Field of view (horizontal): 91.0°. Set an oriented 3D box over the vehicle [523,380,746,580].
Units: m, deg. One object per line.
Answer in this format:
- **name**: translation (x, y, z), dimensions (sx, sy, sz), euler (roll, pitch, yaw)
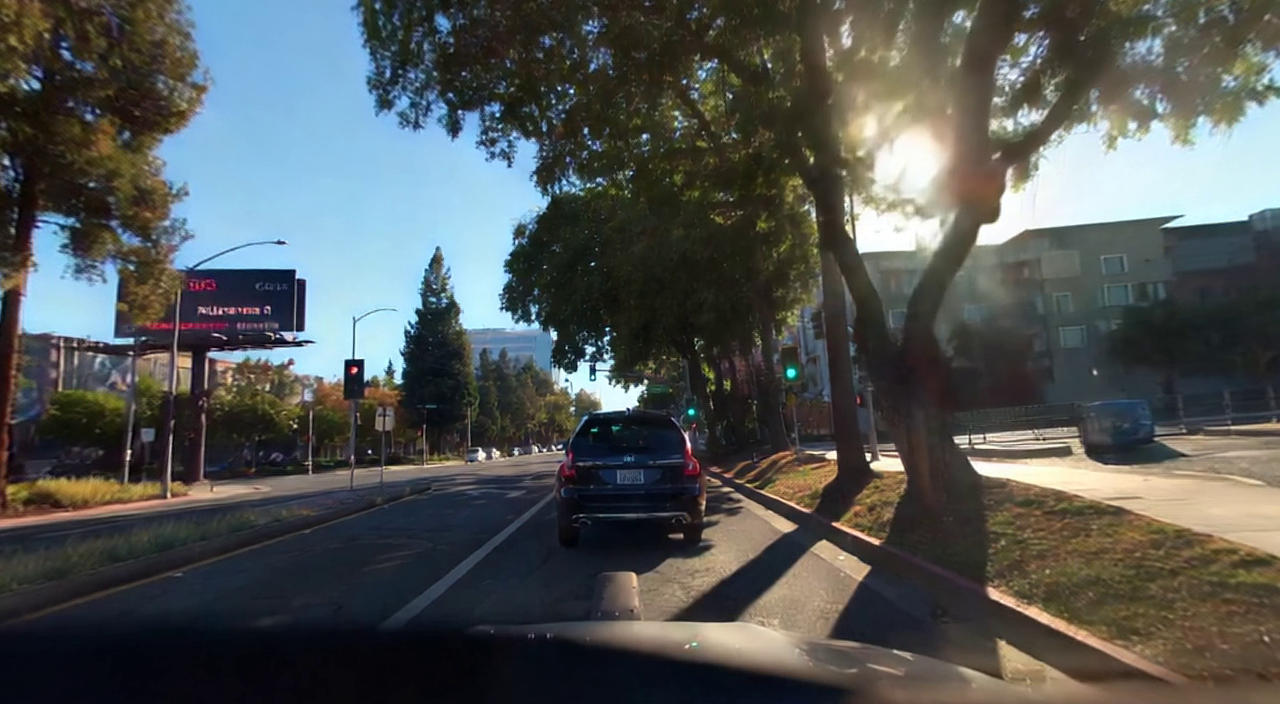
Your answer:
- **vehicle**: translation (-0.054, 1.508, 8.063), dimensions (2.142, 1.904, 3.816), euler (-1, -8, 0)
